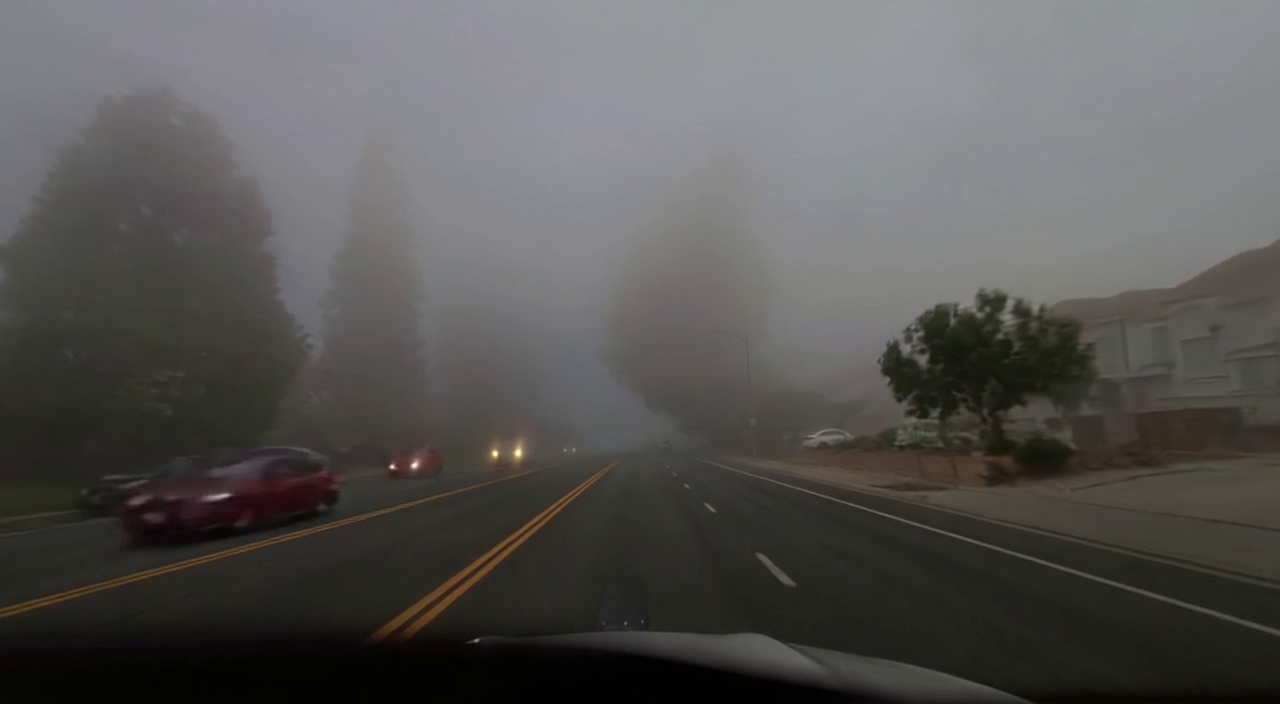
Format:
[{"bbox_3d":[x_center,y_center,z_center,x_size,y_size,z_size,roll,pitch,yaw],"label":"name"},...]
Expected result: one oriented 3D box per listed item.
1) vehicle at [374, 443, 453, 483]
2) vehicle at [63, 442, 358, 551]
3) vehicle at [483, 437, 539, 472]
[{"bbox_3d":[-10.341,5.070,29.097,2.006,1.672,4.314,0,-9,0],"label":"vehicle"},{"bbox_3d":[-6.921,2.328,10.910,1.975,1.481,4.318,0,-9,1],"label":"vehicle"},{"bbox_3d":[-6.865,5.521,33.964,2.000,1.738,4.251,0,-9,2],"label":"vehicle"}]
